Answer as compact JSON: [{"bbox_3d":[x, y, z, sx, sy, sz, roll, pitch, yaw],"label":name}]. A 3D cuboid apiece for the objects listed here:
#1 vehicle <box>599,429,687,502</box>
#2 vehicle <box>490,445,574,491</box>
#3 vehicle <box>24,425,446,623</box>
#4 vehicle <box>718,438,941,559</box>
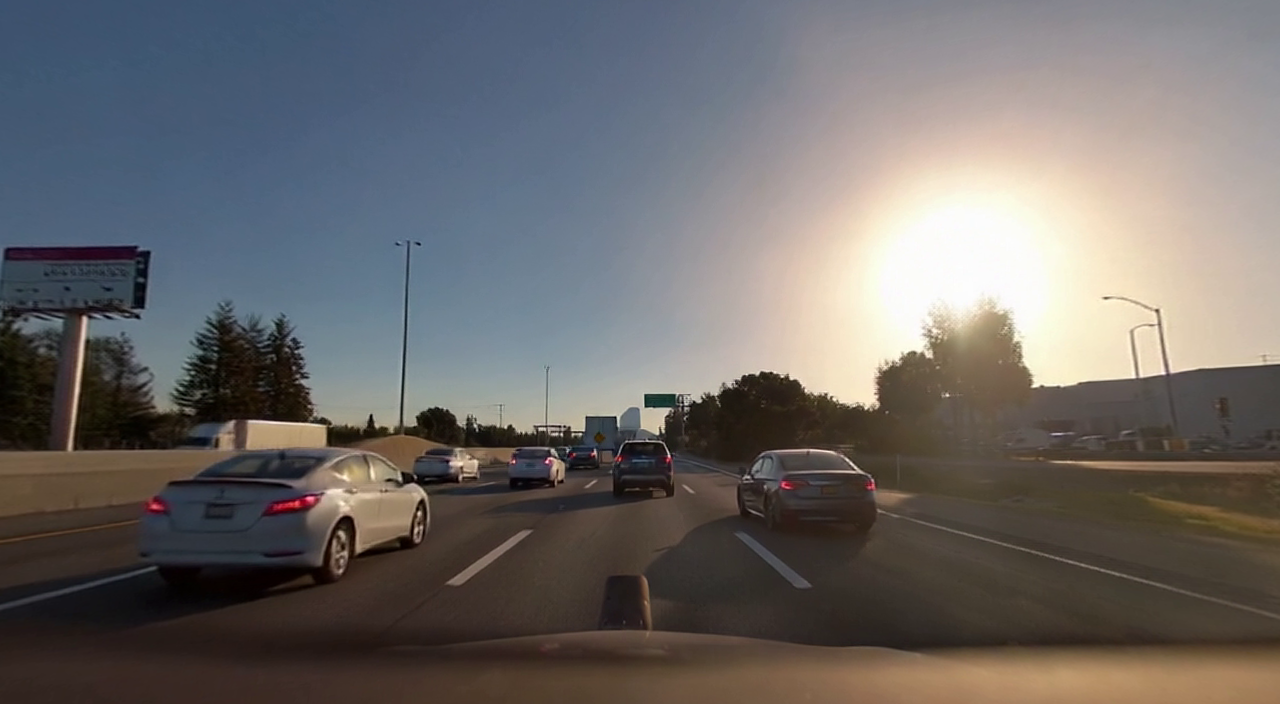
[{"bbox_3d":[0.106,3.110,17.566,2.152,1.779,3.924,0,-9,1],"label":"vehicle"},{"bbox_3d":[-3.678,4.048,22.382,2.132,1.464,4.481,0,-9,1],"label":"vehicle"},{"bbox_3d":[-3.763,1.642,6.992,1.883,1.500,4.161,0,-9,0],"label":"vehicle"},{"bbox_3d":[2.623,2.149,10.084,2.018,1.470,4.491,0,-9,-2],"label":"vehicle"}]
